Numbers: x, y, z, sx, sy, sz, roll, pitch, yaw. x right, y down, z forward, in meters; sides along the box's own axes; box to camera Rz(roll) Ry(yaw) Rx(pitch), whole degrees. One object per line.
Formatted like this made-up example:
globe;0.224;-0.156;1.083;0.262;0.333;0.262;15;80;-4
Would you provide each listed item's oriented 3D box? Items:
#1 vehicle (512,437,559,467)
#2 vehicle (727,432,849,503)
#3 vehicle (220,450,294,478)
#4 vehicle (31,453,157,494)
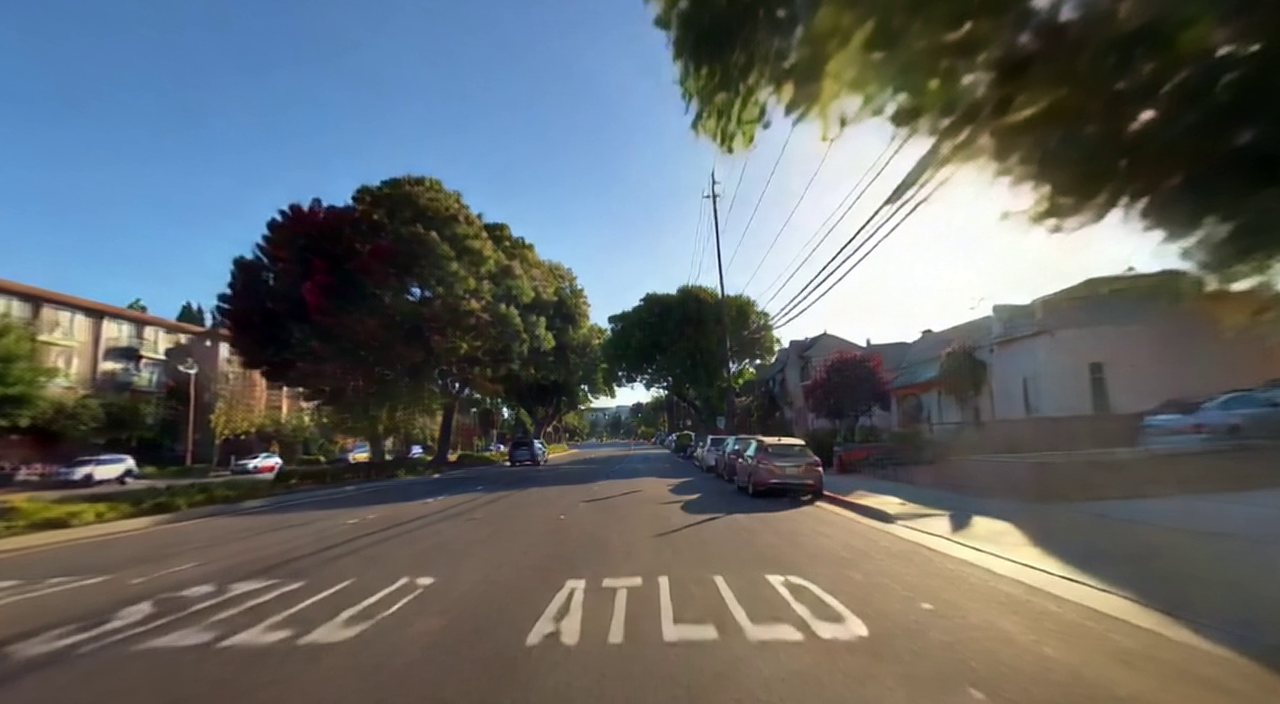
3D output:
vehicle;-6.274;6.040;38.259;2.000;1.671;4.497;0;-8;1
vehicle;3.602;2.901;16.363;2.048;1.556;4.753;0;-8;1
vehicle;-25.707;7.518;42.534;2.121;1.699;4.506;0;-8;1
vehicle;-25.743;5.722;29.993;1.959;1.707;4.481;0;-8;0
